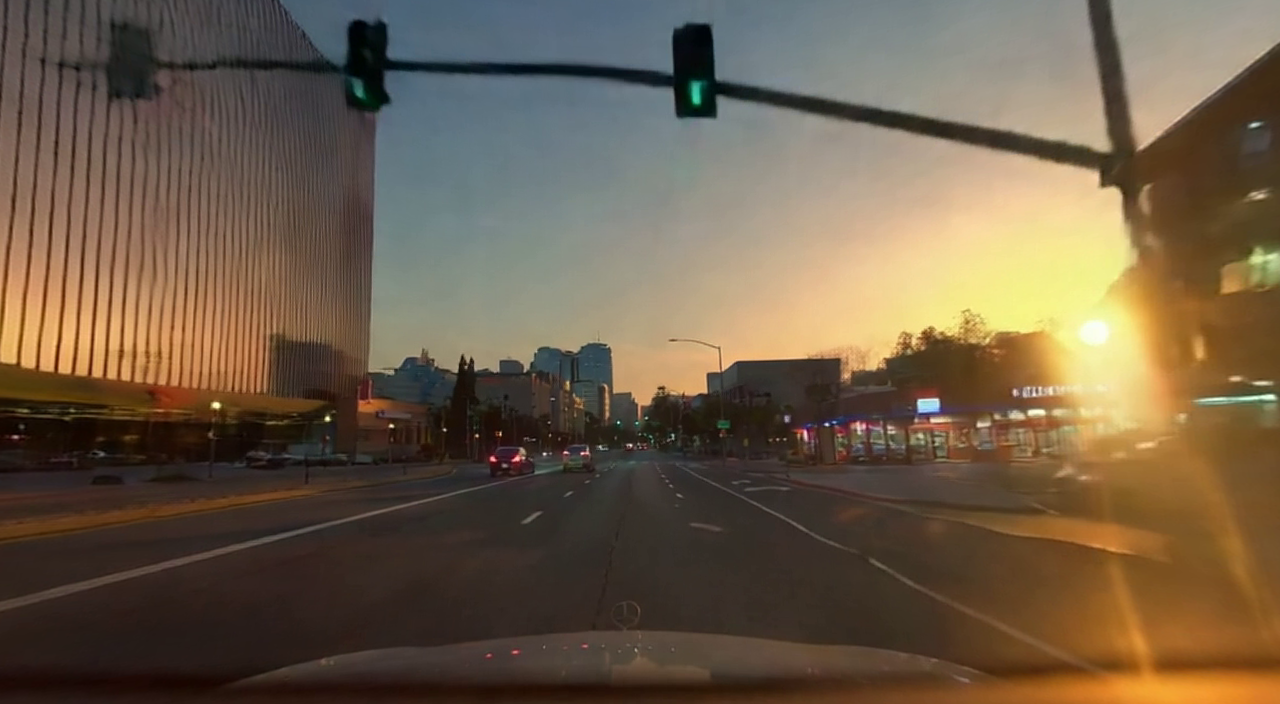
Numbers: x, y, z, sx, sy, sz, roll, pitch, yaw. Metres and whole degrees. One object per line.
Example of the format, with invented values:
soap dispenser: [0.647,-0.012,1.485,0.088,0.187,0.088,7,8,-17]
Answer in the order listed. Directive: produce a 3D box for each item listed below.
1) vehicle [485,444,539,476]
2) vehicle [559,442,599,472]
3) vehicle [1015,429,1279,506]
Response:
vehicle: [-6.831,5.780,34.087,1.909,1.605,4.561,0,-9,1]
vehicle: [-3.747,6.535,39.364,2.052,1.729,4.195,0,-9,1]
vehicle: [11.265,2.531,14.029,4.513,1.541,1.948,-1,-9,6]
